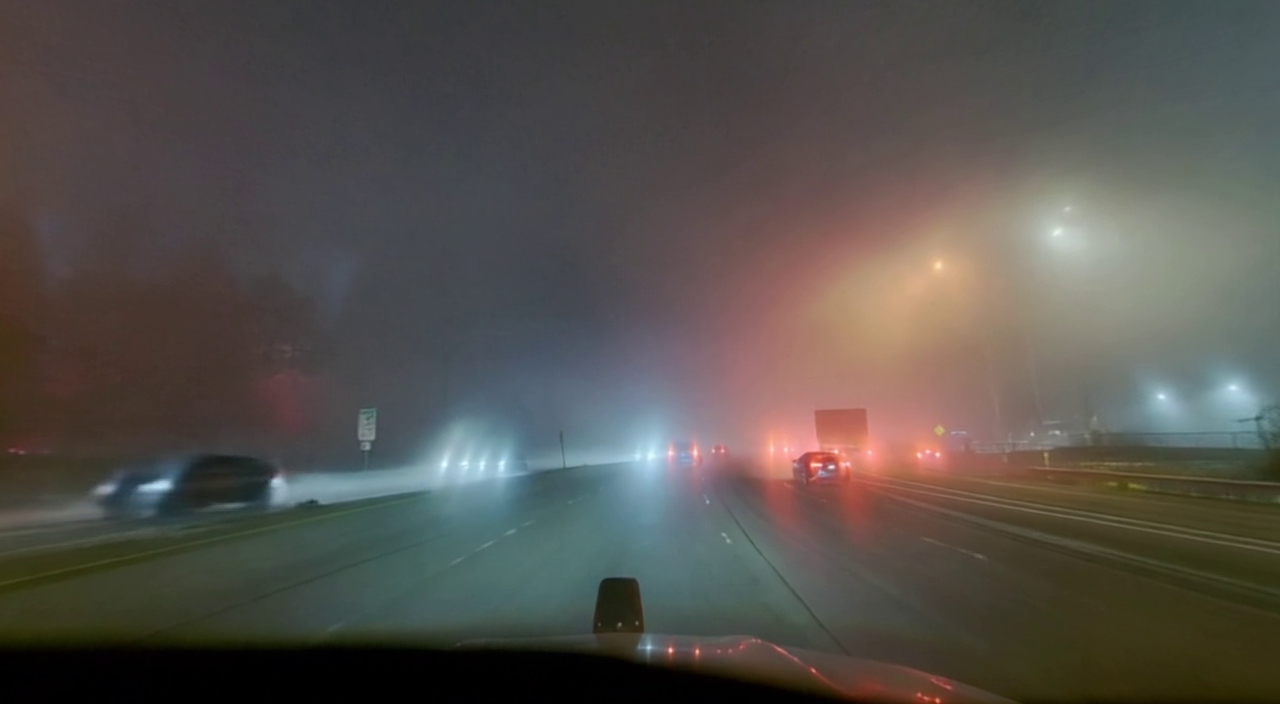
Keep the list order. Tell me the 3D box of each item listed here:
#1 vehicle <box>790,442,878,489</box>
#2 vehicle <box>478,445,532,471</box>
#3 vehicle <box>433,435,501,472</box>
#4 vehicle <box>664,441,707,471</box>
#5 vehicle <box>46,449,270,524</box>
[{"bbox_3d":[6.668,3.923,22.196,2.044,1.474,4.083,-1,-8,4],"label":"vehicle"},{"bbox_3d":[-8.815,6.930,41.664,1.903,1.593,4.593,-1,-9,10],"label":"vehicle"},{"bbox_3d":[-12.352,7.305,45.576,2.569,2.444,5.774,-1,-9,8],"label":"vehicle"},{"bbox_3d":[2.811,6.223,38.051,2.201,1.676,4.541,-1,-9,9],"label":"vehicle"},{"bbox_3d":[-11.705,3.269,15.868,2.051,1.569,4.425,-1,-9,1],"label":"vehicle"}]
